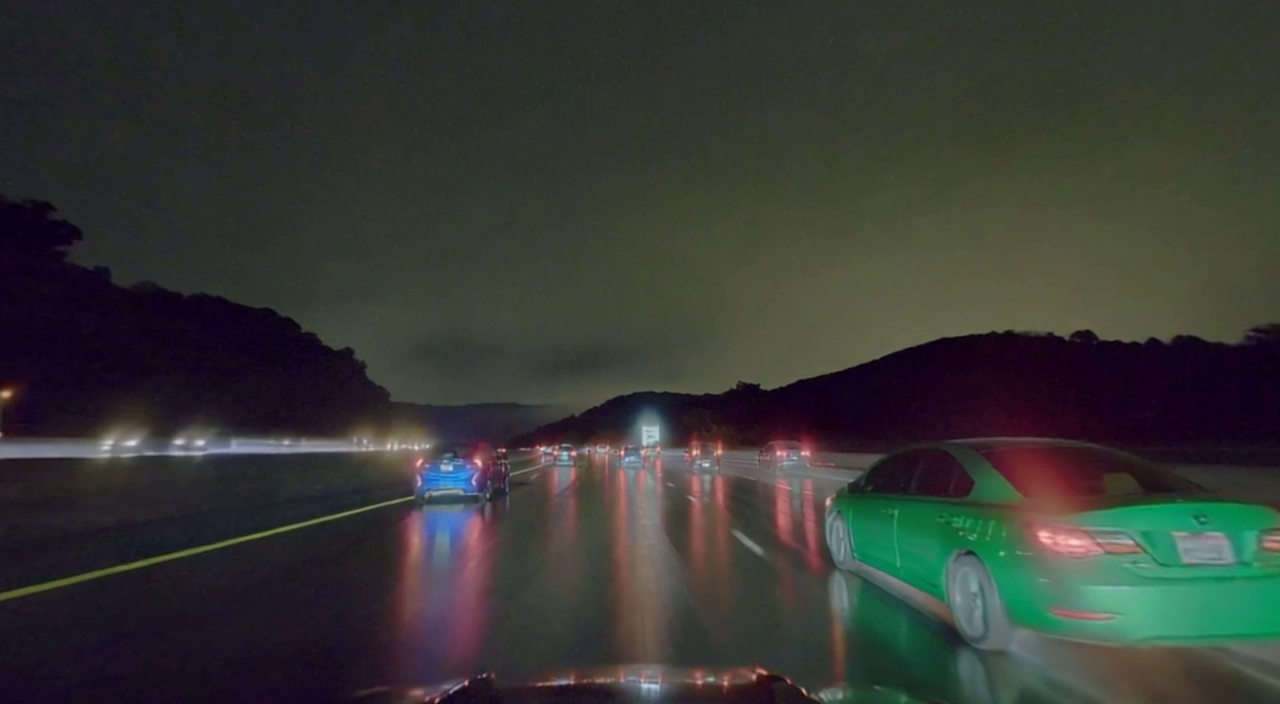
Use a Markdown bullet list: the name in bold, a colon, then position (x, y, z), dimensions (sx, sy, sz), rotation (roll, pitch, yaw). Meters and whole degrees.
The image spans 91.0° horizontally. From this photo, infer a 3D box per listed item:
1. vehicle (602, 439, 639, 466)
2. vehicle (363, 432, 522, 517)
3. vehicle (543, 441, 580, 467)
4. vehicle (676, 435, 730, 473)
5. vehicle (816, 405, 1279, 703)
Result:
- **vehicle**: position (-1.183, 6.250, 39.246), dimensions (2.147, 1.572, 4.094), rotation (0, -9, -1)
- **vehicle**: position (-3.975, 2.528, 13.537), dimensions (1.993, 1.500, 4.248), rotation (0, -9, 0)
- **vehicle**: position (-4.758, 6.203, 38.426), dimensions (1.796, 1.464, 3.839), rotation (0, -9, -1)
- **vehicle**: position (3.198, 5.325, 33.100), dimensions (2.222, 1.820, 4.733), rotation (1, -9, -1)
- **vehicle**: position (3.100, 1.325, 4.851), dimensions (2.136, 1.511, 4.706), rotation (0, -9, 0)
